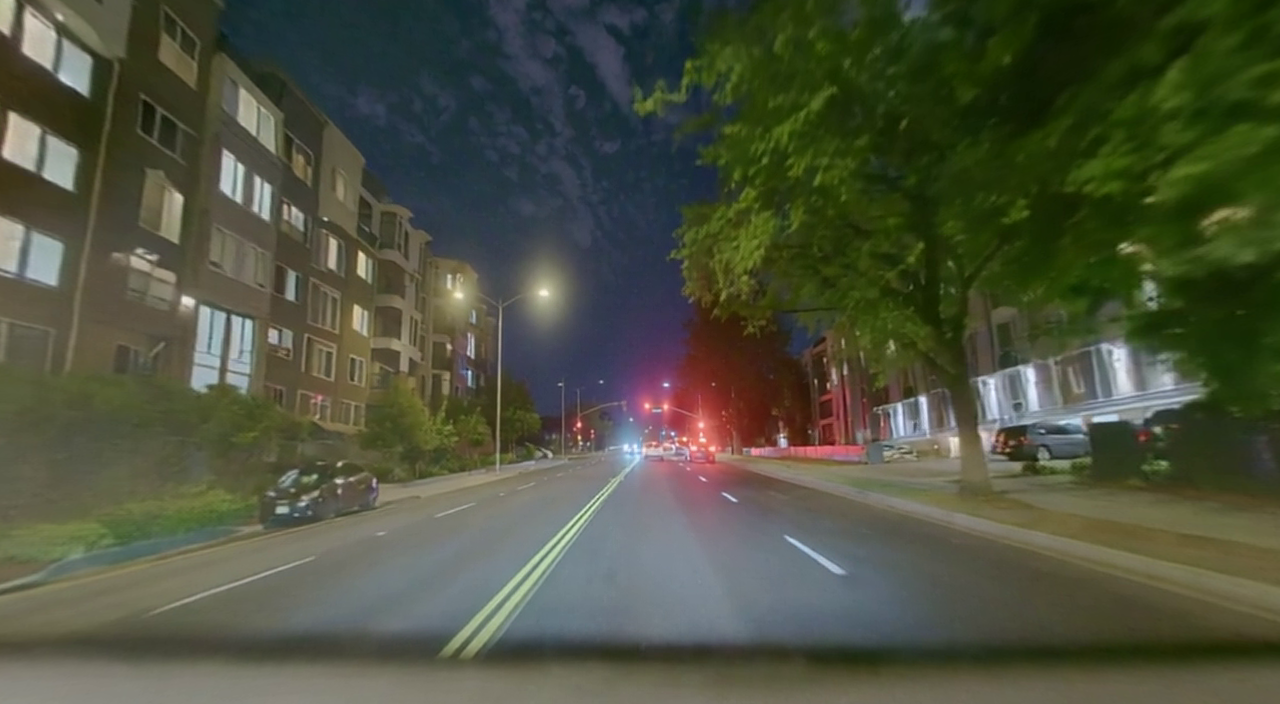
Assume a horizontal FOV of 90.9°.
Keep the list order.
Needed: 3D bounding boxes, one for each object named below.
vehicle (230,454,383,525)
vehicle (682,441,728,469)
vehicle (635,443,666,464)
[{"bbox_3d":[-9.380,3.838,18.221,1.933,1.498,4.446,-4,-7,1],"label":"vehicle"},{"bbox_3d":[3.702,6.022,36.904,2.078,1.488,4.741,0,-9,-1],"label":"vehicle"},{"bbox_3d":[0.730,7.415,46.144,2.097,1.463,4.043,-1,-9,0],"label":"vehicle"}]
